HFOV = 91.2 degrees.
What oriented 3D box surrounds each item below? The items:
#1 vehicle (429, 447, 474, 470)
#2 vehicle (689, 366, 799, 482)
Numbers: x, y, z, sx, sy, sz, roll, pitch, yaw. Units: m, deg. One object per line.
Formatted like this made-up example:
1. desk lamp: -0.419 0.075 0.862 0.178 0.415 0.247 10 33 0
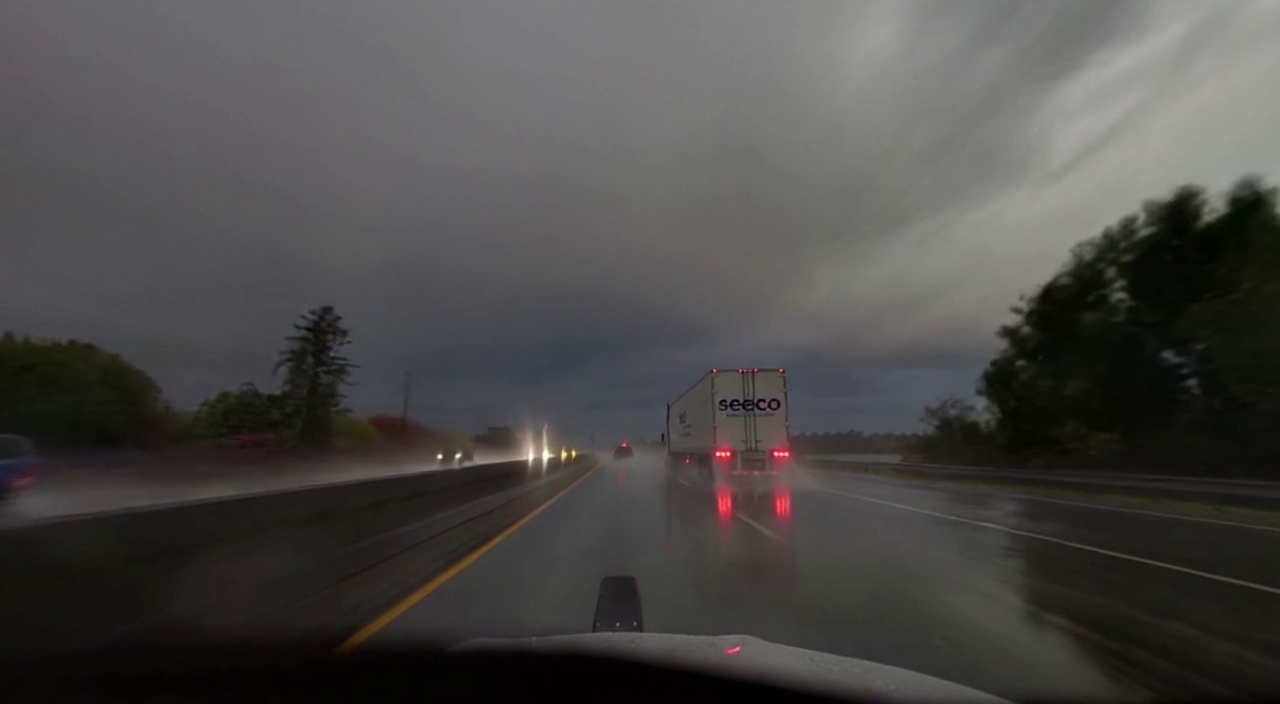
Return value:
1. vehicle: -14.179 8.020 47.514 1.981 1.654 4.727 -1 -9 0
2. vehicle: 3.877 3.068 25.649 2.892 3.928 8.380 0 -9 -1
